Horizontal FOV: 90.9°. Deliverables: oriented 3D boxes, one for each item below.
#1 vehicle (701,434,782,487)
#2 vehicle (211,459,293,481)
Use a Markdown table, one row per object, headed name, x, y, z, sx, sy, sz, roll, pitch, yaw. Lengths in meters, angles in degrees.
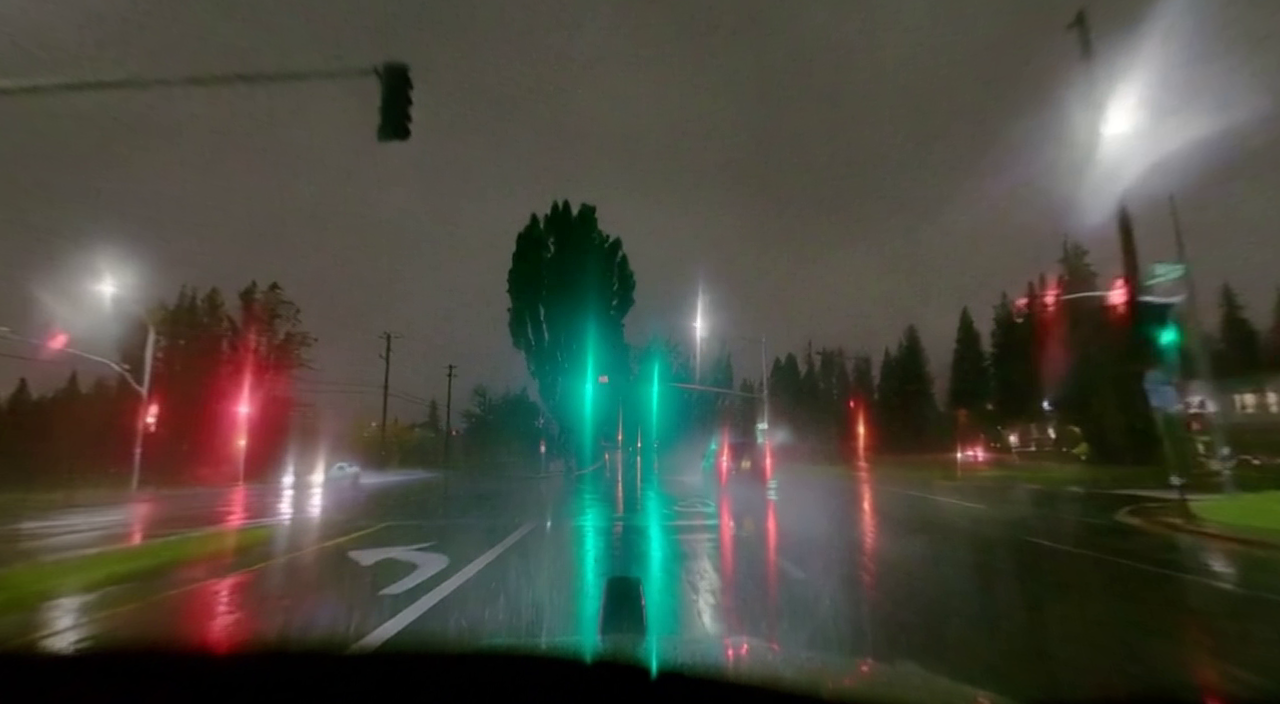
| name | x | y | z | sx | sy | sz | roll | pitch | yaw |
| --- | --- | --- | --- | --- | --- | --- | --- | --- | --- |
| vehicle | 3.710 | 4.050 | 23.918 | 2.240 | 1.781 | 4.433 | 0 | -8 | -1 |
| vehicle | -27.763 | 8.423 | 45.193 | 4.673 | 1.465 | 1.853 | 0 | -8 | -1 |
